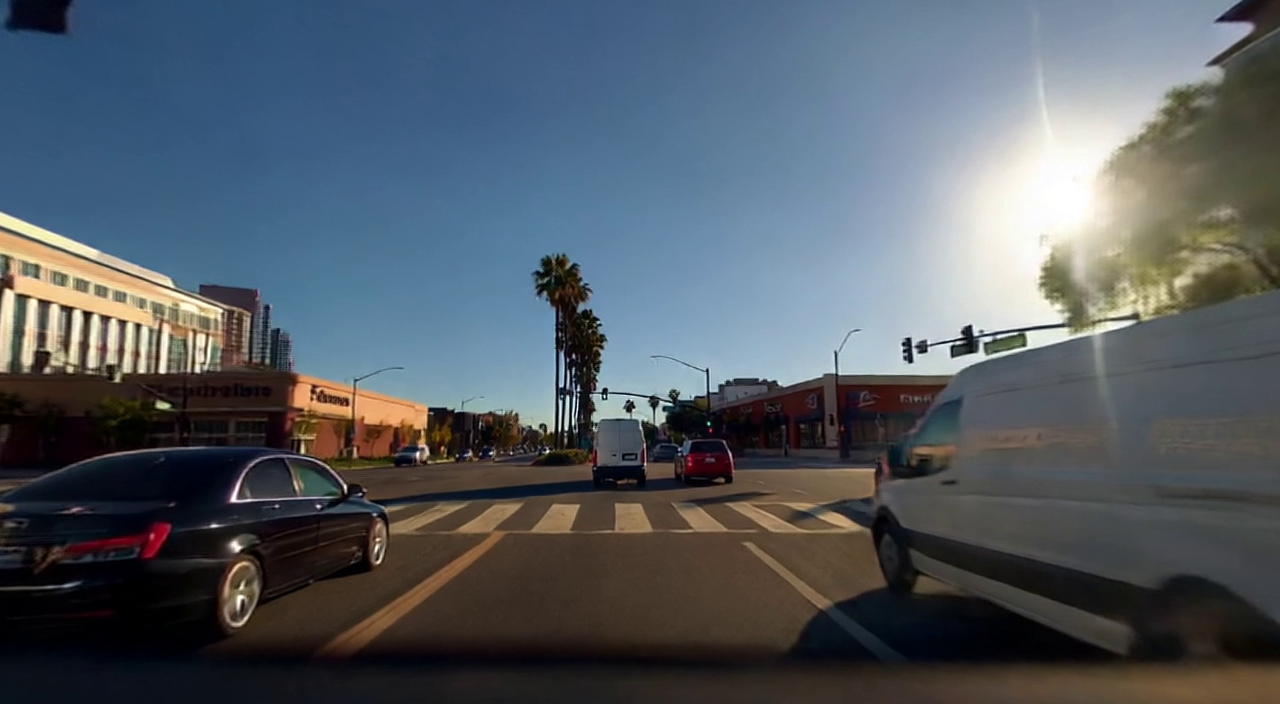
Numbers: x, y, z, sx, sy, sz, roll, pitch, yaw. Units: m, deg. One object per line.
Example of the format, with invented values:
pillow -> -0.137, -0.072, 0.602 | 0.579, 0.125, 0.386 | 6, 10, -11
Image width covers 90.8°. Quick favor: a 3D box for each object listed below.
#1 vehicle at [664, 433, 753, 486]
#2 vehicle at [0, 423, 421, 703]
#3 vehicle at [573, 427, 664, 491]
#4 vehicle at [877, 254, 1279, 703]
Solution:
vehicle -> 2.371, 3.950, 23.456 | 2.462, 1.736, 4.899 | 0, -9, -3
vehicle -> -3.642, 1.408, 5.330 | 1.997, 1.430, 4.655 | 0, -9, -1
vehicle -> -0.801, 3.786, 22.768 | 2.848, 1.991, 5.706 | 0, -9, -2
vehicle -> 2.932, 0.733, 2.369 | 2.200, 1.847, 4.618 | 0, -9, -1
